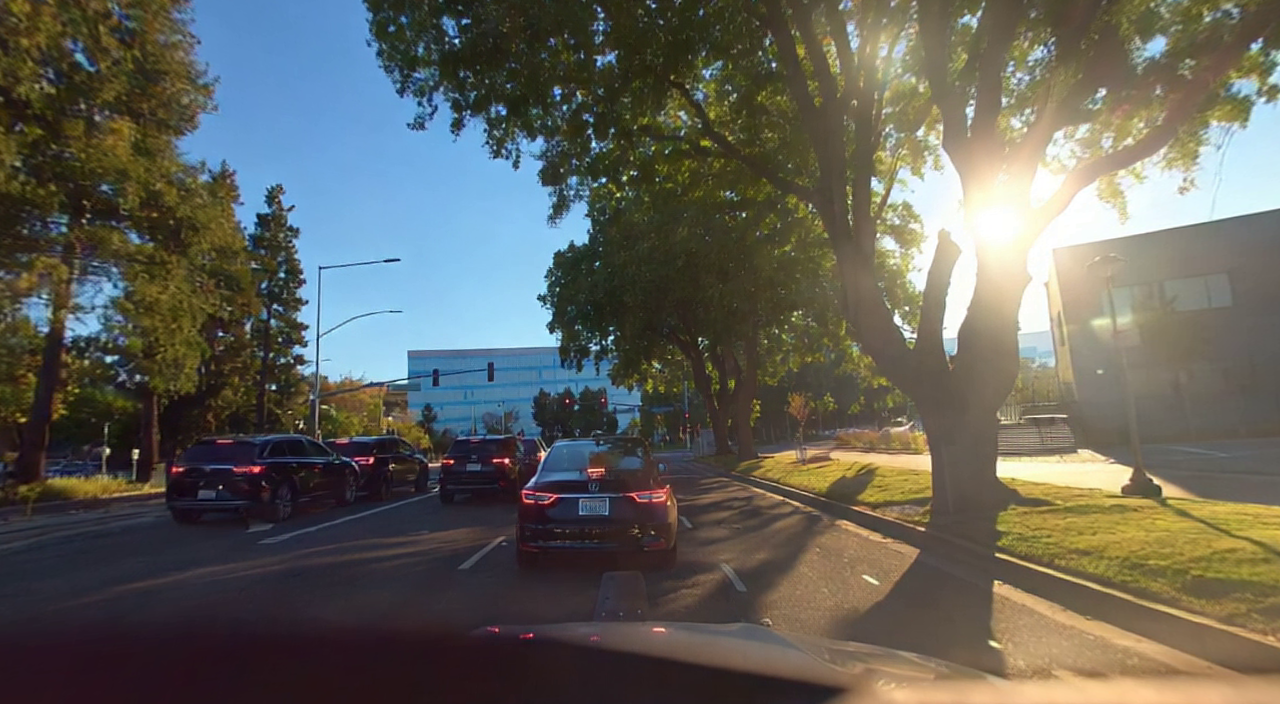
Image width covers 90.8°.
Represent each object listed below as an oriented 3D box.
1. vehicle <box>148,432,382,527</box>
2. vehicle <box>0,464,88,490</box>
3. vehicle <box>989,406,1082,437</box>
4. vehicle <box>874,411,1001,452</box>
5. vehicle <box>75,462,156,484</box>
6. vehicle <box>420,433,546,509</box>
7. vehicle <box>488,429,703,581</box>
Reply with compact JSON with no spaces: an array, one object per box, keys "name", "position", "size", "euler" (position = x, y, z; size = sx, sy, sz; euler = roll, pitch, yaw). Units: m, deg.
[{"name":"vehicle","position":[-7.281,2.503,12.942],"size":[2.096,1.593,4.288],"euler":[0,-9,1]},{"name":"vehicle","position":[-36.633,7.618,38.550],"size":[4.093,1.440,1.804],"euler":[0,-9,0]},{"name":"vehicle","position":[28.048,4.982,45.076],"size":[5.333,1.880,2.130],"euler":[-7,-9,29]},{"name":"vehicle","position":[13.938,3.781,29.829],"size":[4.975,1.809,1.956],"euler":[0,-9,2]},{"name":"vehicle","position":[-36.358,8.410,43.882],"size":[3.918,1.423,1.861],"euler":[0,-9,-1]},{"name":"vehicle","position":[-3.624,2.821,15.382],"size":[1.969,1.570,4.019],"euler":[0,-9,1]},{"name":"vehicle","position":[-0.420,1.805,8.241],"size":[2.104,1.472,3.946],"euler":[0,-9,0]}]
